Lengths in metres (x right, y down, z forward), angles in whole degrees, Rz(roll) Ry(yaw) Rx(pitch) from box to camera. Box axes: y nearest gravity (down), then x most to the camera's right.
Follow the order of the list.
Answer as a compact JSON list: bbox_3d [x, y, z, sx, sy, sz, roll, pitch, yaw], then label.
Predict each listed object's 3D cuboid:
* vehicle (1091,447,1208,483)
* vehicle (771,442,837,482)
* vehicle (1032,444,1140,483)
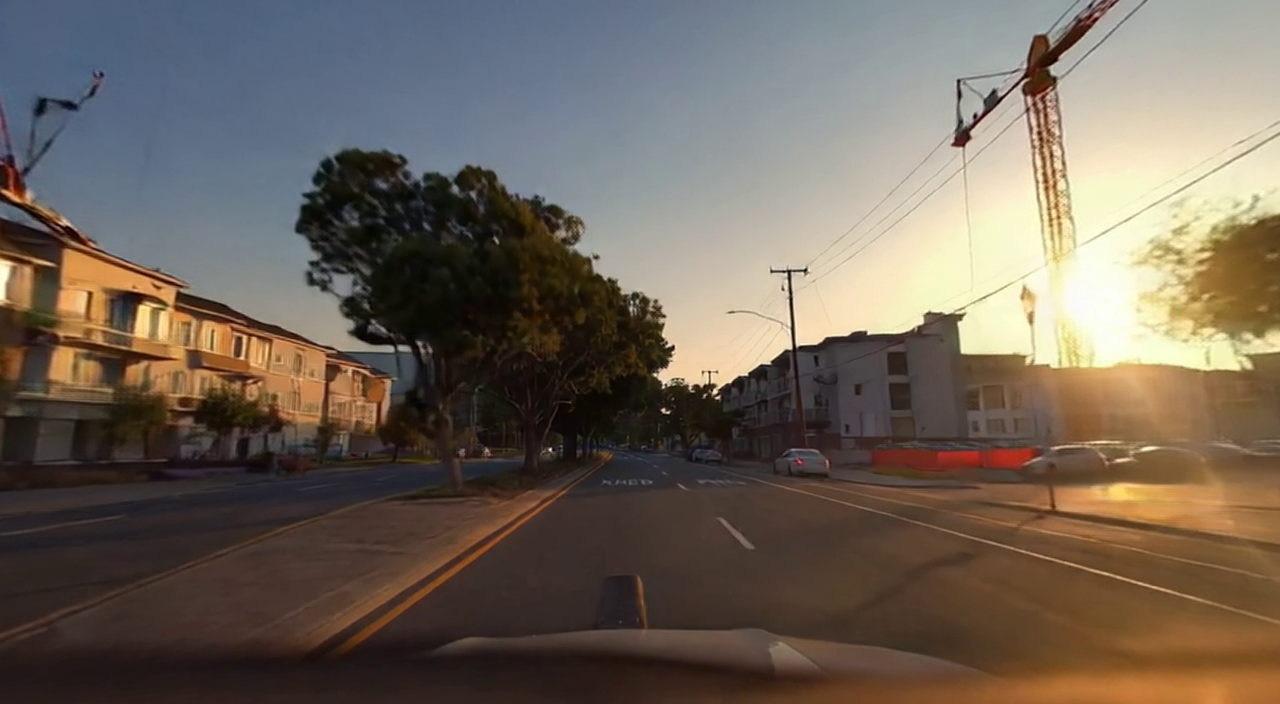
[{"bbox_3d":[23.871,5.274,29.822,1.786,1.495,4.183,2,-8,-6],"label":"vehicle"},{"bbox_3d":[7.939,5.316,30.970,2.080,1.706,4.392,3,-8,0],"label":"vehicle"},{"bbox_3d":[20.852,5.182,29.757,1.965,1.690,4.077,0,-8,-2],"label":"vehicle"}]
